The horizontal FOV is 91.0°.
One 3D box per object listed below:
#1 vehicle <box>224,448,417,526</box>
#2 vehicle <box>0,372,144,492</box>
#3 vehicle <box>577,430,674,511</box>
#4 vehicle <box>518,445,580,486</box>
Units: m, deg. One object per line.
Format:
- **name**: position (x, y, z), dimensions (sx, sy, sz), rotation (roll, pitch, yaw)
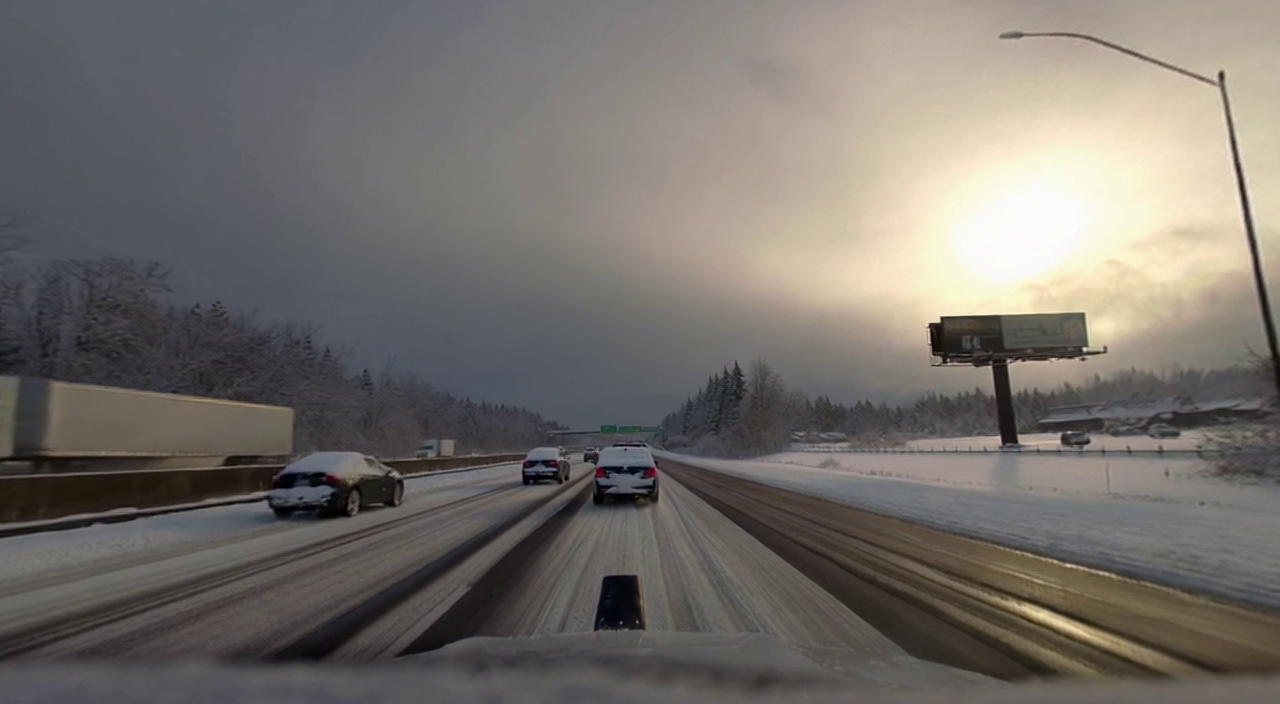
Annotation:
- **vehicle**: position (-6.932, 2.937, 14.403), dimensions (1.892, 1.468, 4.792), rotation (0, -9, 0)
- **vehicle**: position (-22.564, 2.866, 22.187), dimensions (3.063, 3.879, 8.695), rotation (0, -9, -1)
- **vehicle**: position (-0.327, 2.955, 16.212), dimensions (2.127, 1.749, 4.776), rotation (0, -9, 0)
- **vehicle**: position (-3.679, 4.681, 26.321), dimensions (1.889, 1.522, 4.465), rotation (0, -9, 1)
